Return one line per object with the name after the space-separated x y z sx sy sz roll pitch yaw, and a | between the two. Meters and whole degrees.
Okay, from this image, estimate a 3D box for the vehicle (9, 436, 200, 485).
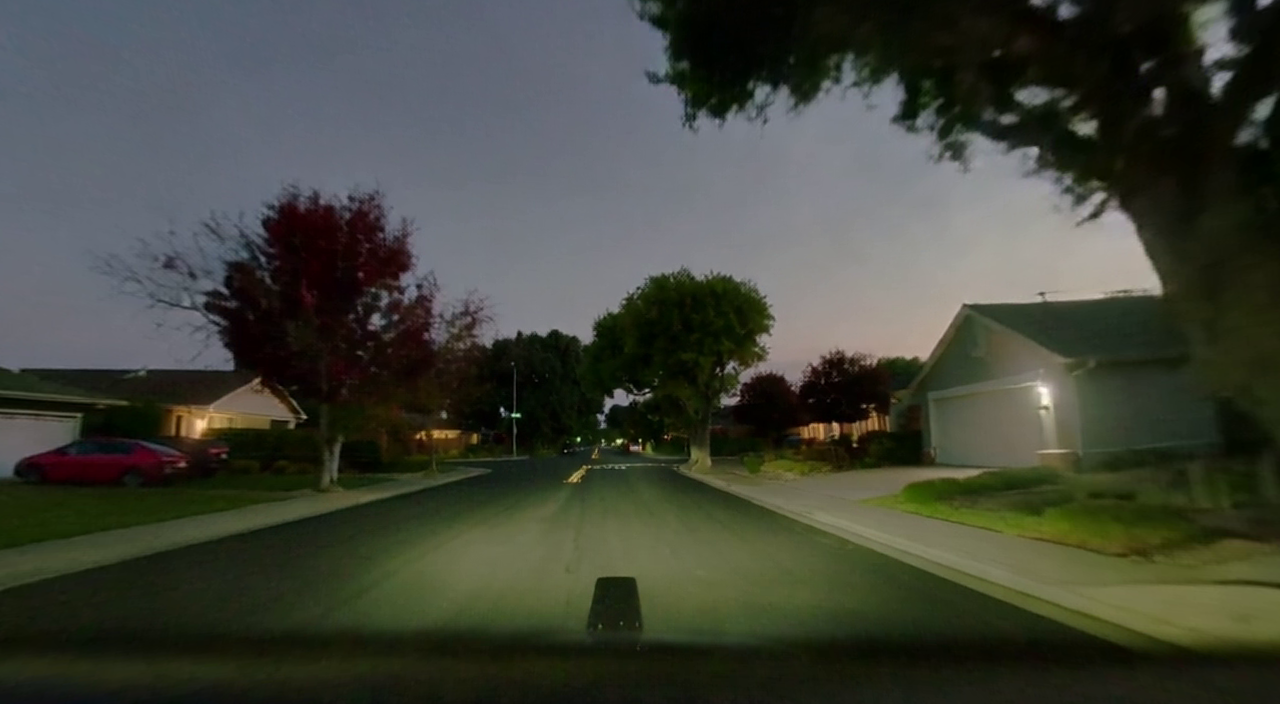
-17.490 3.555 20.835 4.307 1.508 2.072 0 -9 -1 | vehicle
